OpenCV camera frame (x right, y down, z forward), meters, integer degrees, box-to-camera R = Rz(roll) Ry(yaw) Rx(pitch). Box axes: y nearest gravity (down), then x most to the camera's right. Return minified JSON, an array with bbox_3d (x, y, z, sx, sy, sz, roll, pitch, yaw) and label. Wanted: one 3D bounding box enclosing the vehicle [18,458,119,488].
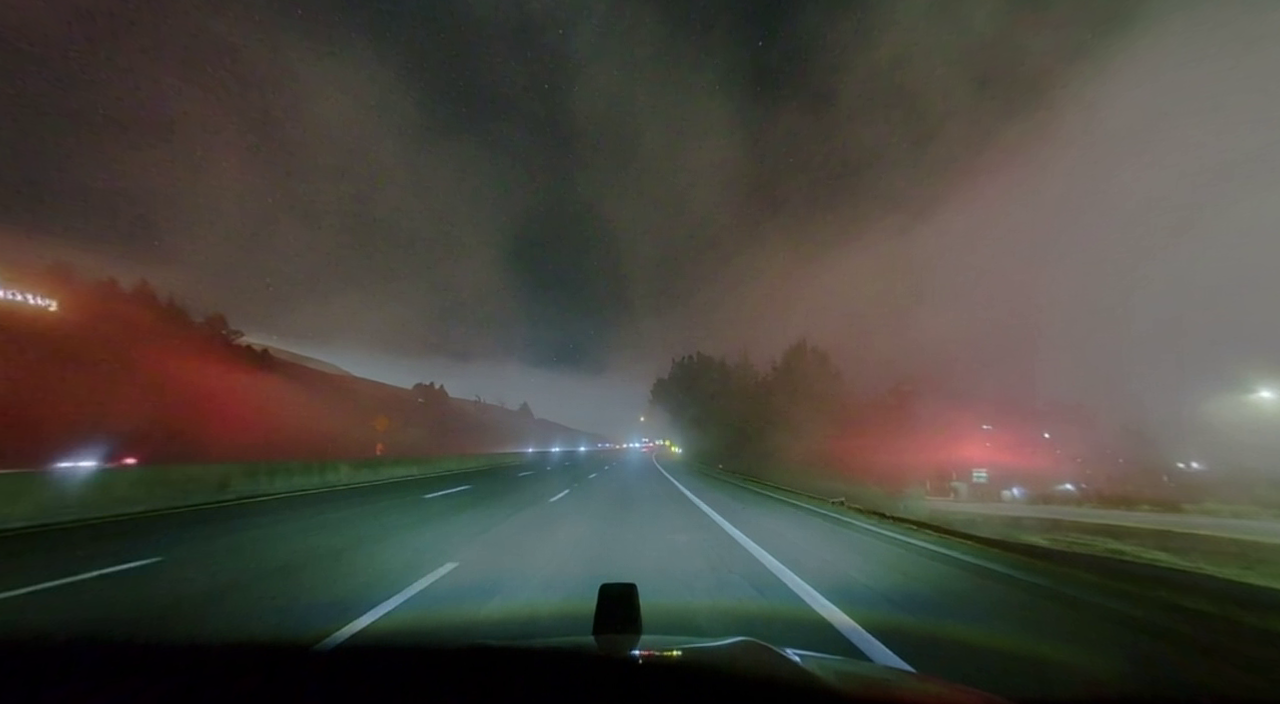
[{"bbox_3d":[-35.957,7.607,39.781,1.983,1.693,4.596,0,-9,1],"label":"vehicle"}]
